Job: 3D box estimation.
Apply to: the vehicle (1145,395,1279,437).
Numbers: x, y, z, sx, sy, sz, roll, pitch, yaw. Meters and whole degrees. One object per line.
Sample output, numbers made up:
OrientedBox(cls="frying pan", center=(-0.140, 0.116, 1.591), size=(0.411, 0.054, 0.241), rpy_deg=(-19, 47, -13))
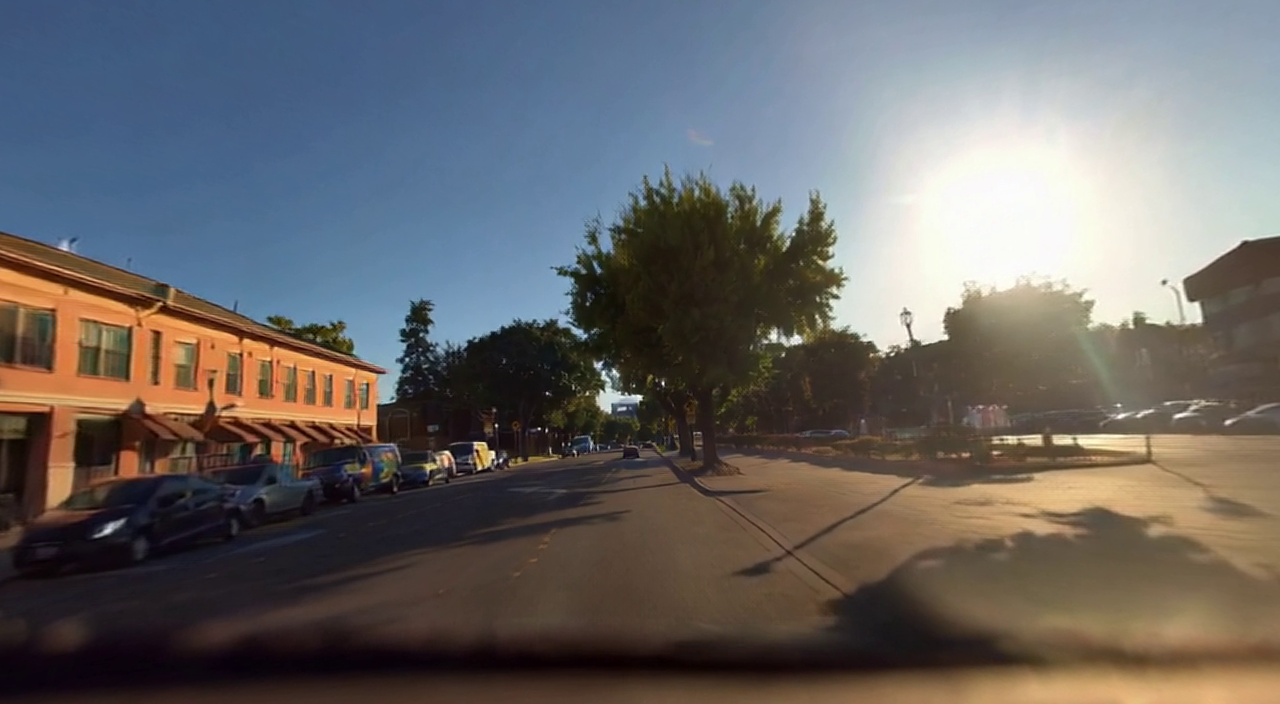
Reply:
OrientedBox(cls="vehicle", center=(23.215, 2.556, 24.917), size=(4.746, 1.536, 1.914), rpy_deg=(0, -9, -1))

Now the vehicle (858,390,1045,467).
OrientedBox(cls="vehicle", center=(10.984, 2.716, 22.476), size=(5.453, 1.794, 2.011), rpy_deg=(-9, -6, -2))

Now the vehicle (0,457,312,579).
OrientedBox(cls="vehicle", center=(-8.604, 2.750, 10.923), size=(1.879, 1.543, 4.778), rpy_deg=(-13, -13, 43))

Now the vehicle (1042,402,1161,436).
OrientedBox(cls="vehicle", center=(23.787, 3.495, 32.549), size=(4.521, 1.634, 1.996), rpy_deg=(0, -9, 0))
